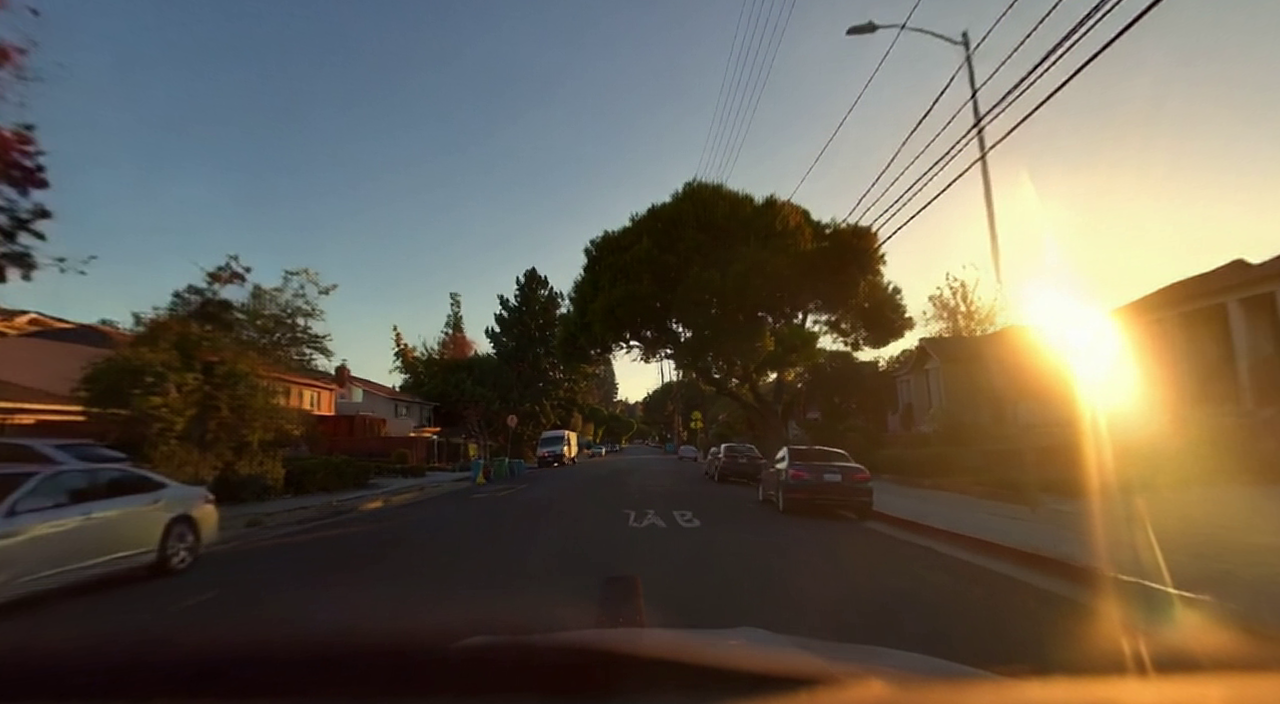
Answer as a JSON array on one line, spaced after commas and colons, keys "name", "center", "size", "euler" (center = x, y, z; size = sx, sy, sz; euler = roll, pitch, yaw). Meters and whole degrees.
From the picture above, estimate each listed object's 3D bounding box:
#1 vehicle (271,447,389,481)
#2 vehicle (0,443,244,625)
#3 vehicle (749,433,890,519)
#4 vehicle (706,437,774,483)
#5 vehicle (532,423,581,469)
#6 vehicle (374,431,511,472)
[{"name": "vehicle", "center": [-14.665, 5.312, 30.103], "size": [4.565, 1.489, 1.950], "euler": [0, -8, -2]}, {"name": "vehicle", "center": [-6.549, 1.764, 6.332], "size": [2.062, 1.500, 4.629], "euler": [-3, -7, 3]}, {"name": "vehicle", "center": [3.507, 2.475, 13.165], "size": [1.903, 1.500, 4.057], "euler": [0, -8, 3]}, {"name": "vehicle", "center": [3.665, 4.047, 24.032], "size": [1.970, 1.530, 4.899], "euler": [0, -8, 2]}, {"name": "vehicle", "center": [-5.768, 6.610, 44.463], "size": [2.313, 2.875, 6.057], "euler": [-4, -8, 2]}, {"name": "vehicle", "center": [-10.523, 5.351, 34.102], "size": [6.540, 2.079, 2.565], "euler": [0, -8, 1]}]
